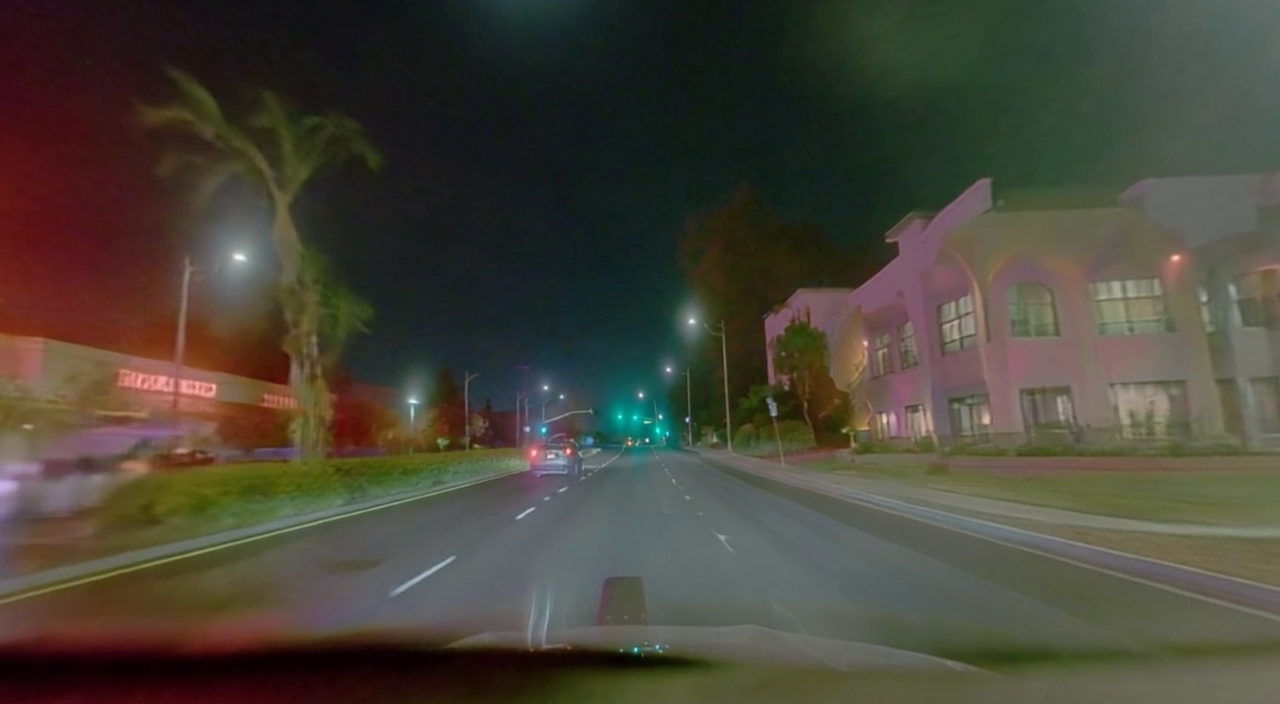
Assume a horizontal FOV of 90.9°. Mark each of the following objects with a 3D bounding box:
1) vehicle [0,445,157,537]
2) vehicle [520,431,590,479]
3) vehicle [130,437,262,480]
[{"bbox_3d":[-11.347,2.426,11.369,1.930,1.480,4.115,0,-8,1],"label":"vehicle"},{"bbox_3d":[-3.208,4.021,24.904,2.062,1.693,4.669,0,-8,1],"label":"vehicle"},{"bbox_3d":[-22.432,5.402,32.281,2.452,1.859,5.964,-3,-9,-1],"label":"vehicle"}]
